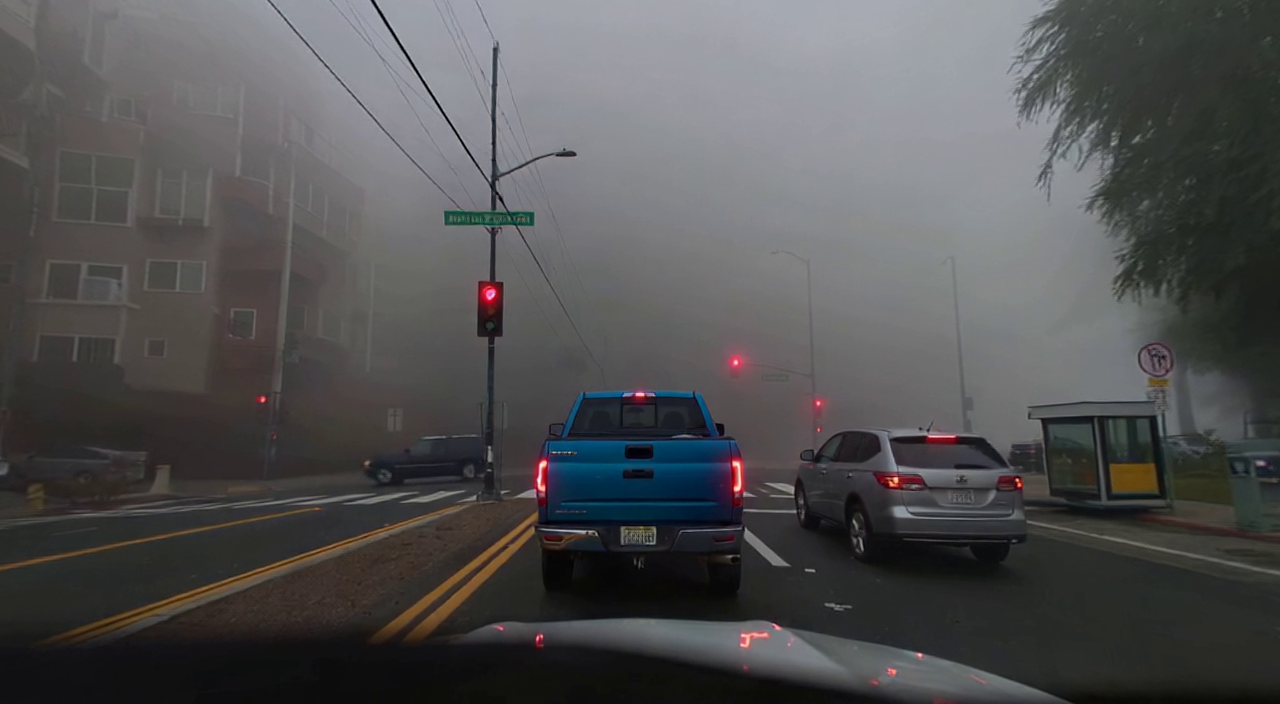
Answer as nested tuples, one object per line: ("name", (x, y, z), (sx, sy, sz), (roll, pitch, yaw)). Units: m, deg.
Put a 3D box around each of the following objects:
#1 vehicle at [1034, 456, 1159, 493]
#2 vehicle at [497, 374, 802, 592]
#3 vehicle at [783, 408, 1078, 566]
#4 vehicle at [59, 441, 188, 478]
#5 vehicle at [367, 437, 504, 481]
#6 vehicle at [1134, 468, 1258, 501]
("vehicle", (21.741, 5.831, 30.151), (4.498, 1.618, 1.843), (0, -9, 0))
("vehicle", (0.116, 1.553, 8.300), (2.738, 1.959, 5.070), (0, -8, 1))
("vehicle", (3.837, 1.877, 9.561), (2.131, 1.759, 4.762), (0, -8, -1))
("vehicle", (-24.859, 5.171, 30.443), (4.563, 1.692, 1.778), (0, -8, -1))
("vehicle", (-8.500, 4.480, 26.583), (5.043, 1.766, 1.980), (0, -8, 0))
("vehicle", (26.361, 6.282, 30.001), (4.071, 1.388, 1.884), (0, -8, 1))
